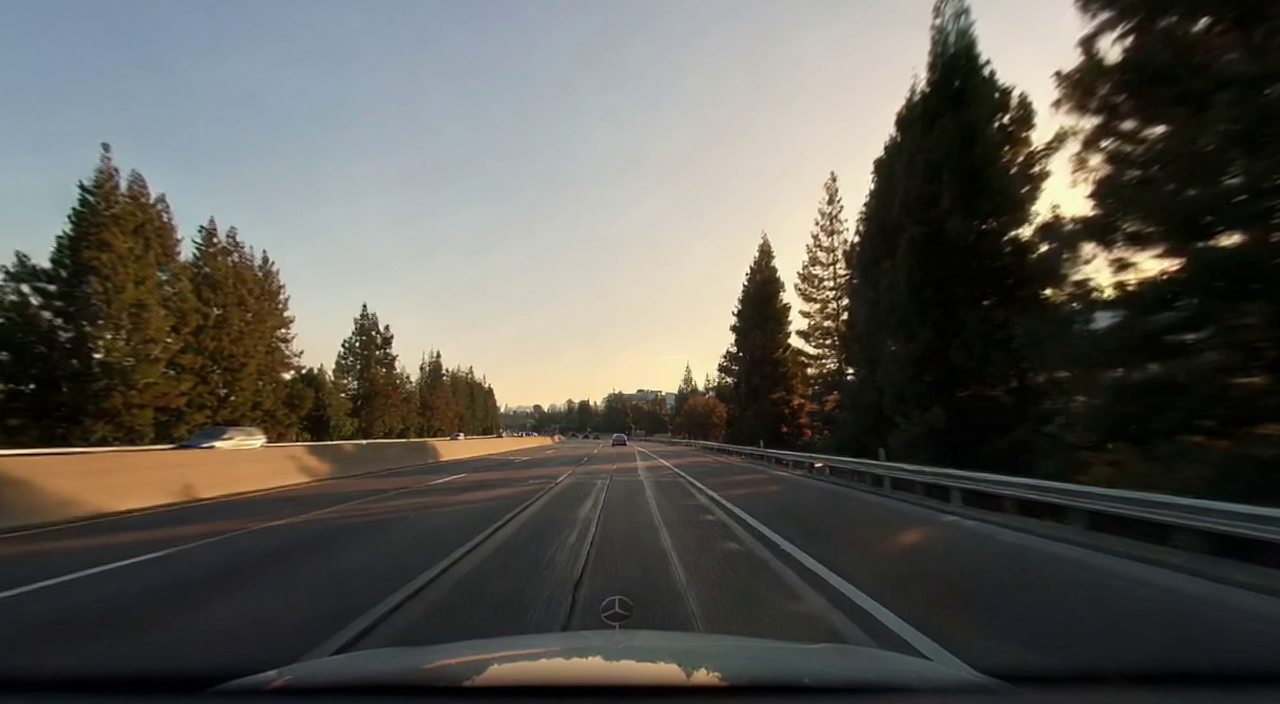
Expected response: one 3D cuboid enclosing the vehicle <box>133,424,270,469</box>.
[{"bbox_3d":[-16.110,3.480,23.490,1.977,1.519,4.429,0,-8,-1],"label":"vehicle"}]
